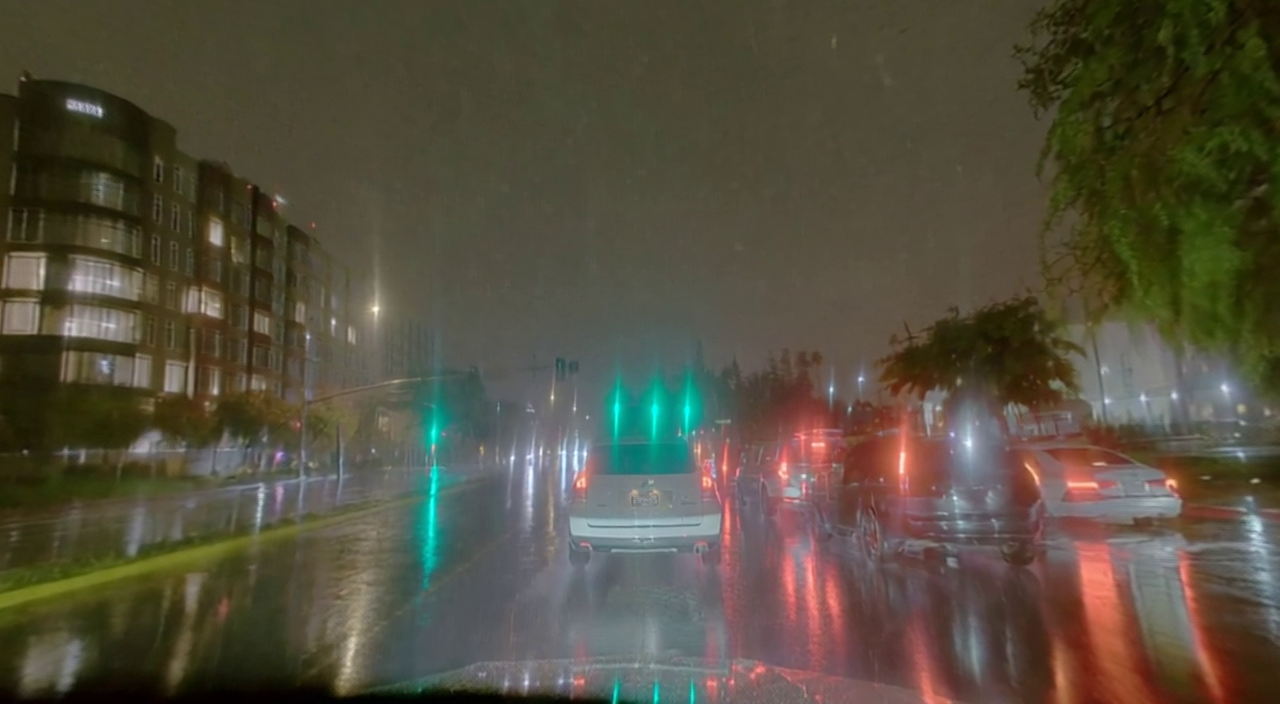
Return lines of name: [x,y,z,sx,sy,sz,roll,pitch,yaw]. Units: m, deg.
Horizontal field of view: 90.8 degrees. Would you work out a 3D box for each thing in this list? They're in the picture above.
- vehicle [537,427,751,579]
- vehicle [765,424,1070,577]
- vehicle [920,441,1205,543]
vehicle: [-0.002,1.793,8.355,2.105,1.474,4.127,0,-8,-1]
vehicle: [3.189,1.797,8.545,1.995,1.483,4.533,0,-8,-1]
vehicle: [6.534,2.161,10.439,1.915,1.338,3.874,0,-8,-2]
